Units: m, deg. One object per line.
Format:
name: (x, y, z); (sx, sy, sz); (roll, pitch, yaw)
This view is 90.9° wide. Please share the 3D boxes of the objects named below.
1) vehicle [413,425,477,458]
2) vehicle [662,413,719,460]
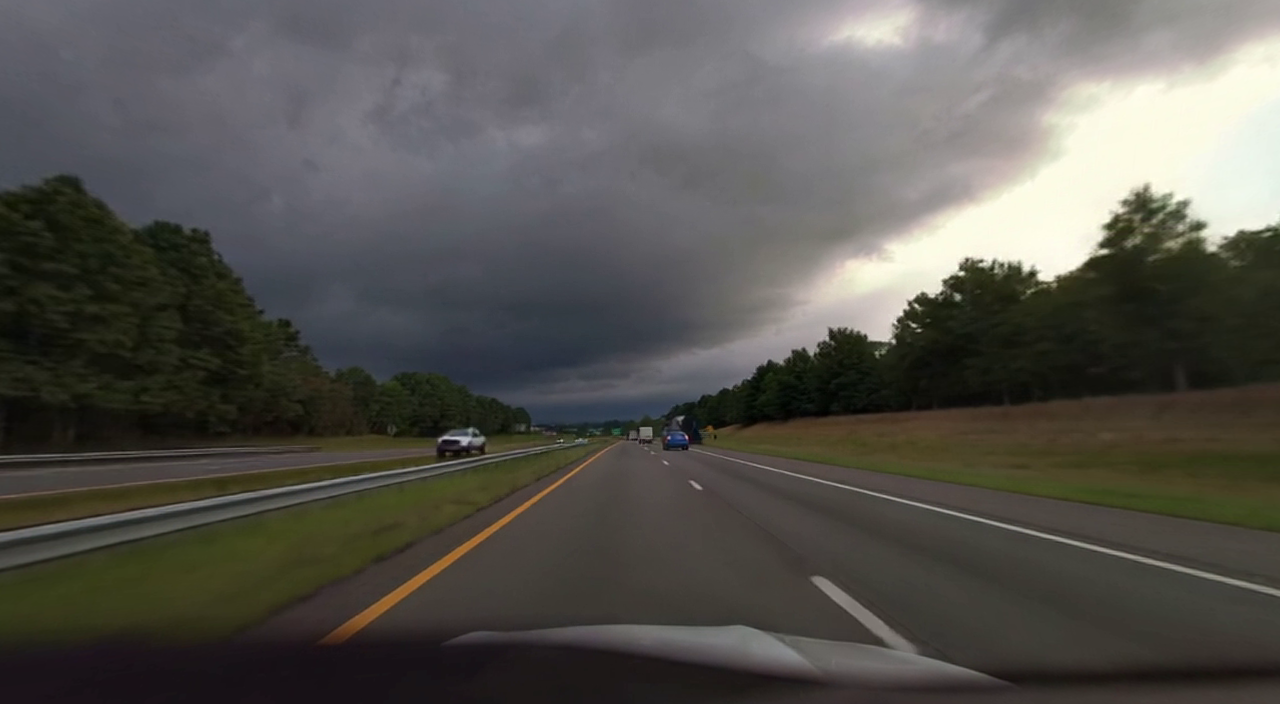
vehicle: (-9.326, 4.307, 30.490); (1.882, 1.483, 3.954); (0, -8, 0)
vehicle: (3.016, 5.291, 39.421); (2.821, 2.673, 6.205); (0, -8, -3)
